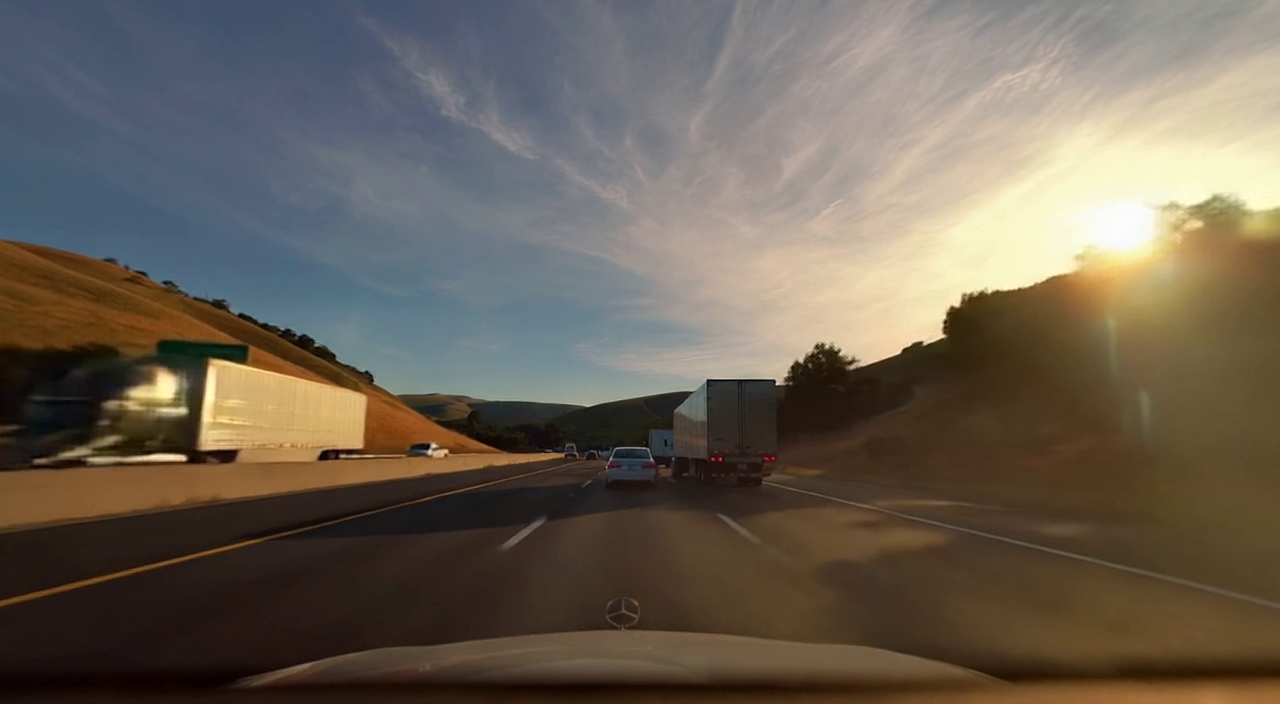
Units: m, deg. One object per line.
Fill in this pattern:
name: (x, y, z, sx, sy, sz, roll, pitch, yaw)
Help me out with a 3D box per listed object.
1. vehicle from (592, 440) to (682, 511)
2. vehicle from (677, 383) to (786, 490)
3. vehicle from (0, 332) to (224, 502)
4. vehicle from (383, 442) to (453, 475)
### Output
vehicle: (-0.090, 3.218, 16.783, 2.109, 1.639, 3.768, 0, -9, -1)
vehicle: (3.850, 4.284, 30.882, 2.812, 4.024, 14.098, 0, -9, -2)
vehicle: (-15.259, 1.954, 17.689, 2.985, 3.964, 5.868, 0, -9, -1)
vehicle: (-12.085, 5.831, 34.678, 2.105, 1.656, 4.746, 0, -9, 0)
